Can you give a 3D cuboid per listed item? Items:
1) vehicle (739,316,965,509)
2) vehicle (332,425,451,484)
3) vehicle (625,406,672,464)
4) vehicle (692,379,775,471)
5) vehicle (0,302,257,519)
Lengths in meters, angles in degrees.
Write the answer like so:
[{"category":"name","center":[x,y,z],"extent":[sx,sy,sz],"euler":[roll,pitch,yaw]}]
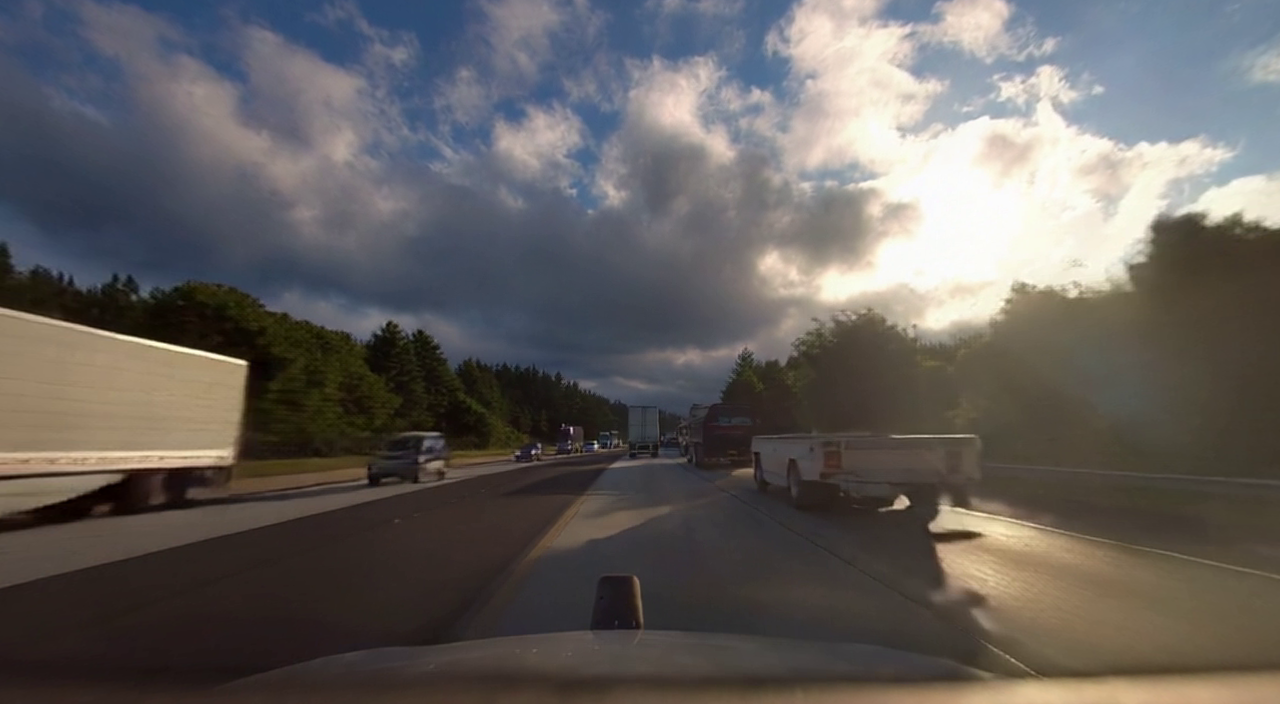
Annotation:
[{"category":"vehicle","center":[4.440,1.534,14.920],"extent":[2.956,3.604,6.277],"euler":[0,-8,-1]},{"category":"vehicle","center":[-8.712,3.634,22.641],"extent":[2.294,1.856,4.734],"euler":[0,-8,0]},{"category":"vehicle","center":[0.454,5.277,39.747],"extent":[2.644,3.247,7.454],"euler":[0,-8,0]},{"category":"vehicle","center":[4.490,3.832,32.163],"extent":[2.860,4.036,8.586],"euler":[0,-8,0]},{"category":"vehicle","center":[-13.160,1.174,12.134],"extent":[2.978,3.924,13.663],"euler":[0,-8,0]}]
